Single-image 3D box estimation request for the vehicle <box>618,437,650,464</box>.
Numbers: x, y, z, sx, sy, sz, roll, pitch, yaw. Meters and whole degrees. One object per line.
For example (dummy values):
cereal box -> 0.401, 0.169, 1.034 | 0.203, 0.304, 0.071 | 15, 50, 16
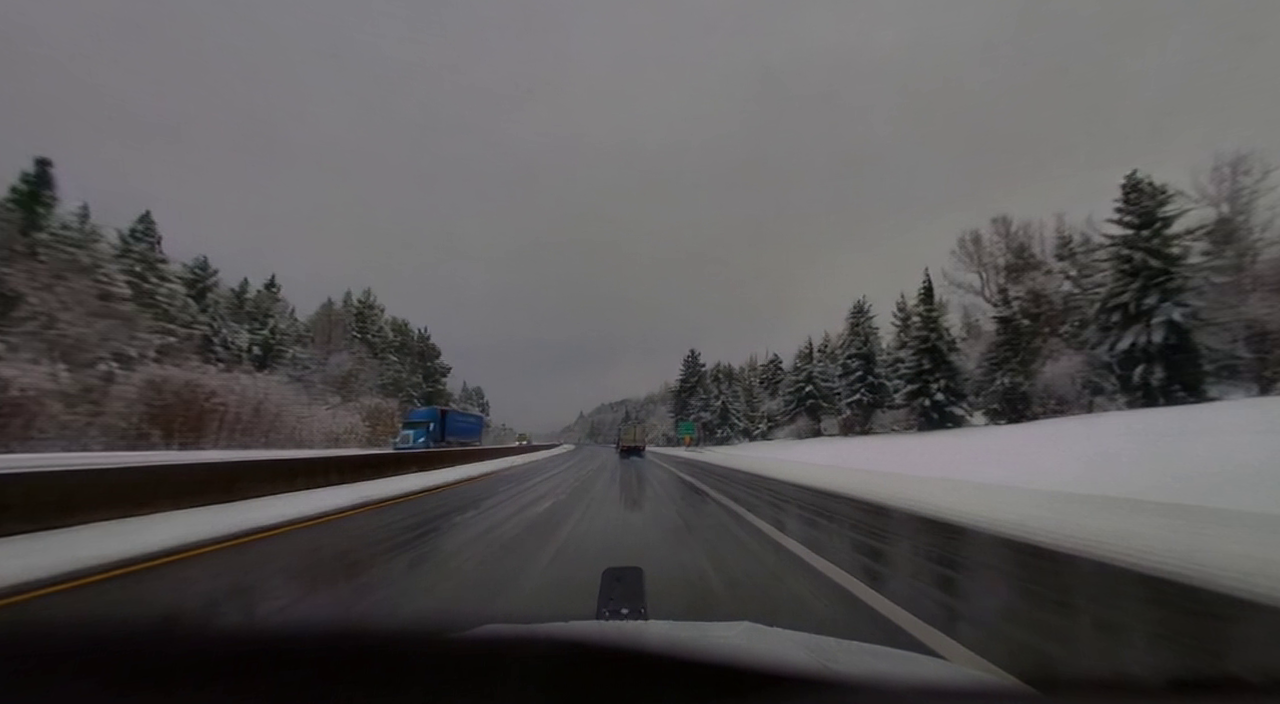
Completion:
vehicle -> -0.479, 6.858, 43.843 | 2.079, 1.729, 4.380 | 0, -8, -3
